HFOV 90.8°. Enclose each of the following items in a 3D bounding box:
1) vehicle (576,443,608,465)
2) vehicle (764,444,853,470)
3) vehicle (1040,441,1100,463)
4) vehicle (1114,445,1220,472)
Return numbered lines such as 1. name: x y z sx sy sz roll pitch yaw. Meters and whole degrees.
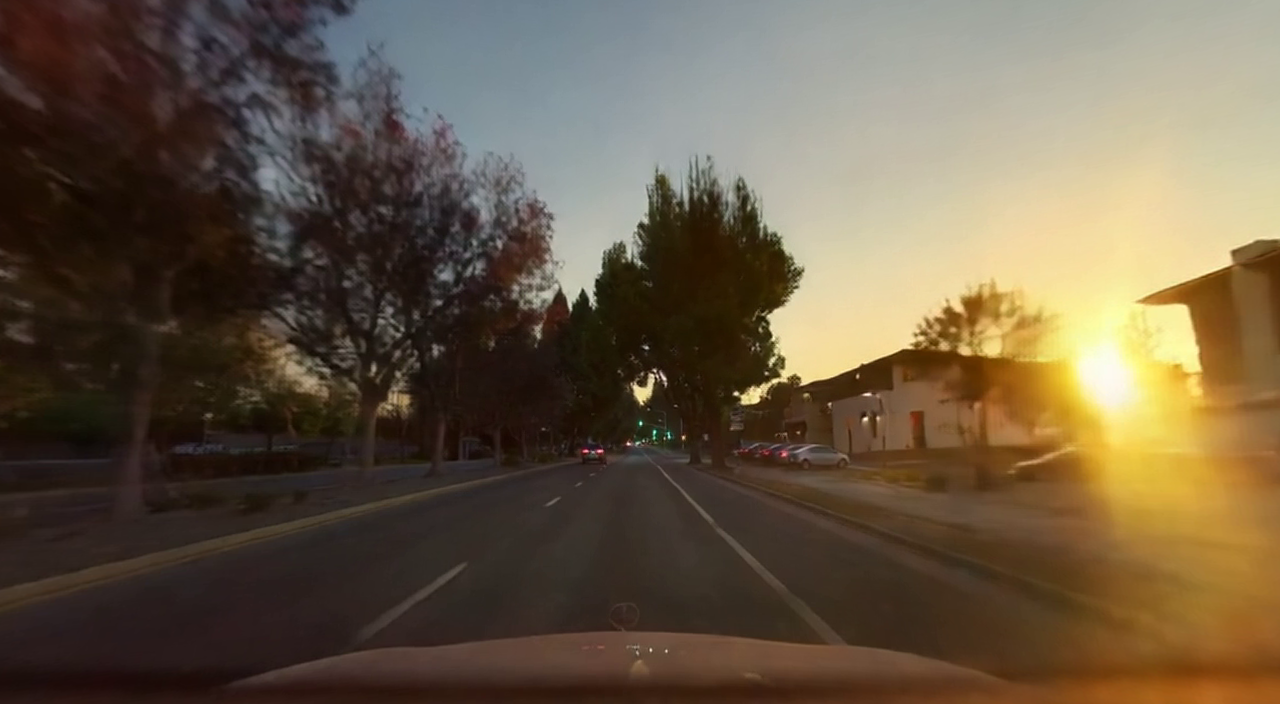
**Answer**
1. vehicle: -3.457 7.371 45.885 2.030 1.550 3.925 0 -8 0
2. vehicle: 9.662 6.022 36.433 4.466 1.440 2.091 1 -8 -5
3. vehicle: 33.791 7.857 49.729 1.852 1.604 3.693 1 -8 -5
4. vehicle: 30.402 6.105 36.654 1.791 1.444 4.603 1 -8 -8
